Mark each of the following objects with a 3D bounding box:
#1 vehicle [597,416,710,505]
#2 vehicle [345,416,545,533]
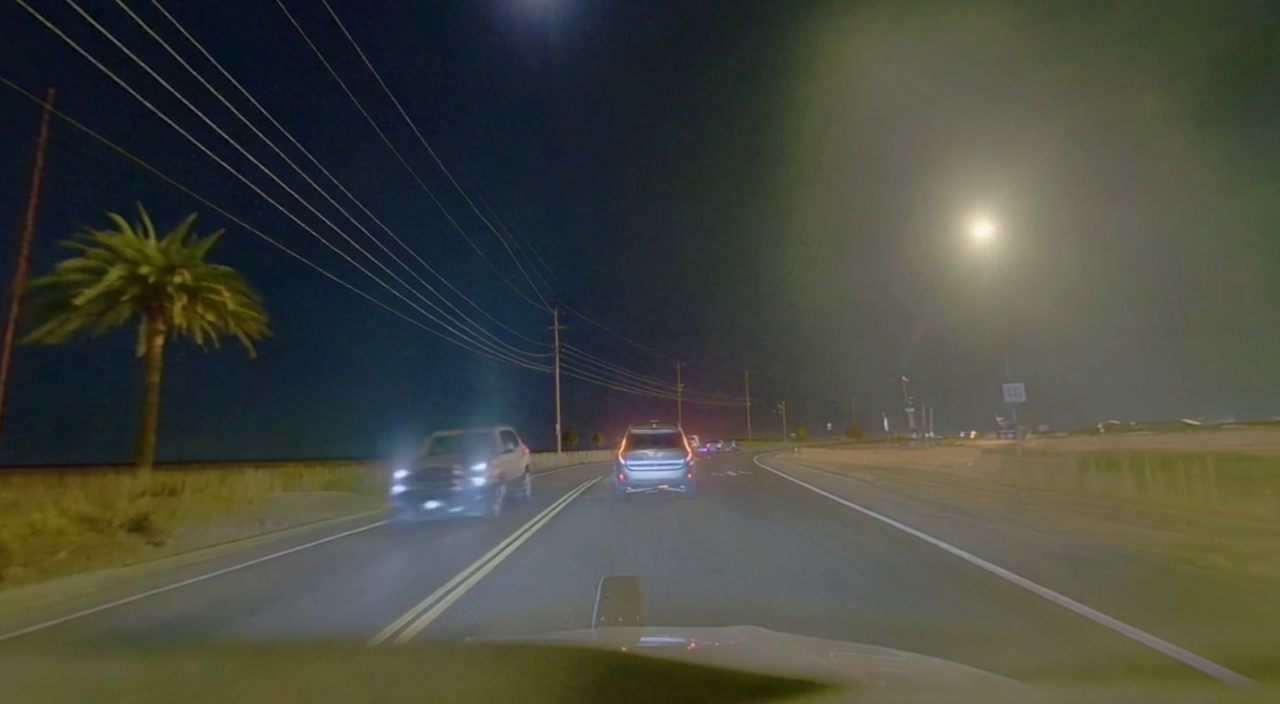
[{"bbox_3d":[0.280,2.608,15.567,2.364,1.859,4.538,0,-8,0],"label":"vehicle"},{"bbox_3d":[-3.626,2.418,13.234,2.237,1.878,5.739,0,-8,1],"label":"vehicle"}]
